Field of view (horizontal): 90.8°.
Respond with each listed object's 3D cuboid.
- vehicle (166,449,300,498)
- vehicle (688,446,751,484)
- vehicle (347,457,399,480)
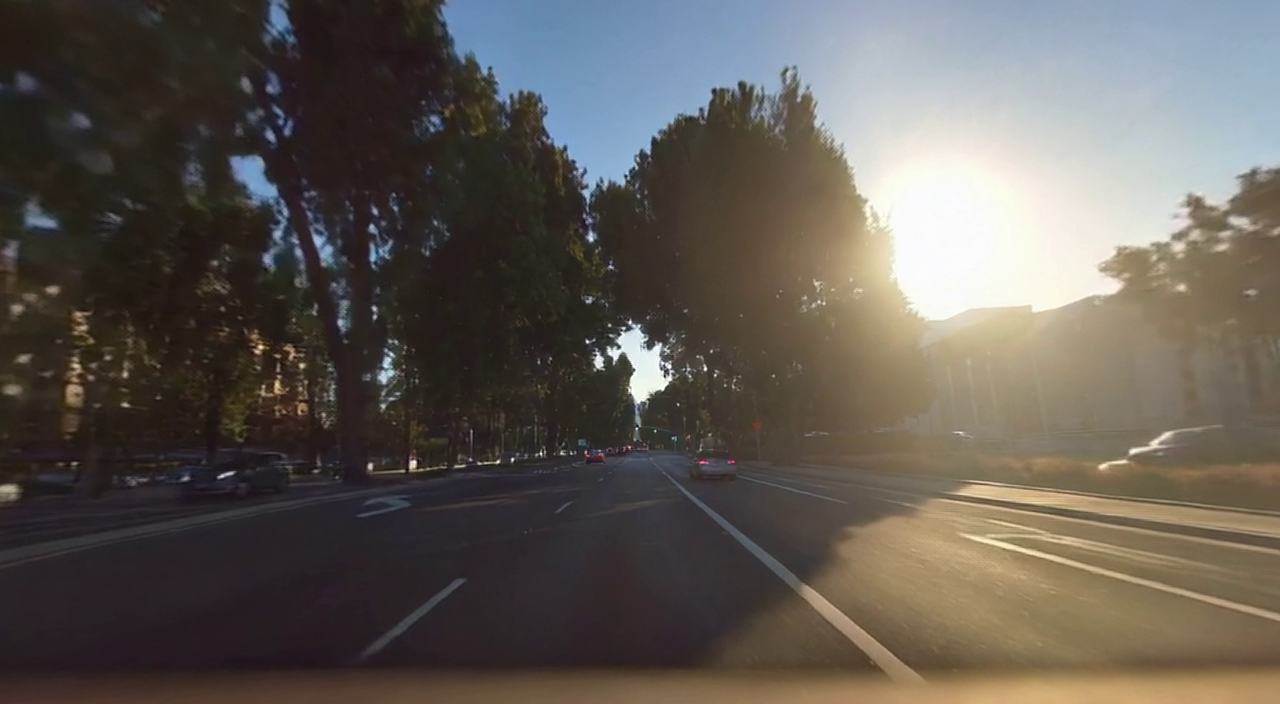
[{"bbox_3d":[-15.952,4.741,25.162,2.093,1.709,4.952,0,-9,-1],"label":"vehicle"},{"bbox_3d":[3.266,4.735,26.812,1.966,1.449,4.290,0,-9,-2],"label":"vehicle"},{"bbox_3d":[-19.309,8.391,45.858,1.876,1.506,4.231,0,-9,0],"label":"vehicle"}]
